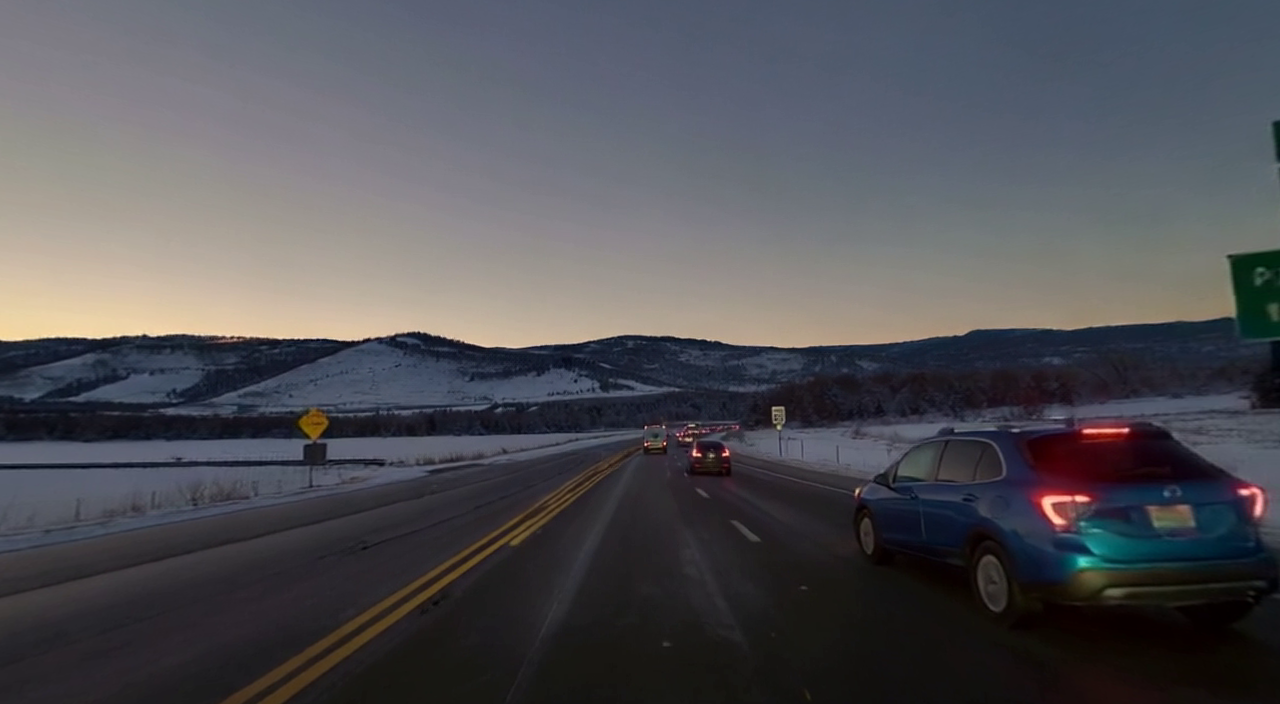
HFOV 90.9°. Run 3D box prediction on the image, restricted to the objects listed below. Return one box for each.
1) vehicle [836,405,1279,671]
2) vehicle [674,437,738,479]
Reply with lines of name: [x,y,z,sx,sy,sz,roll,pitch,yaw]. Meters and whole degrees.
vehicle: [3.434,1.376,5.722,2.007,1.534,3.976,0,-8,0]
vehicle: [2.564,4.243,25.539,2.026,1.531,4.273,0,-8,-2]
